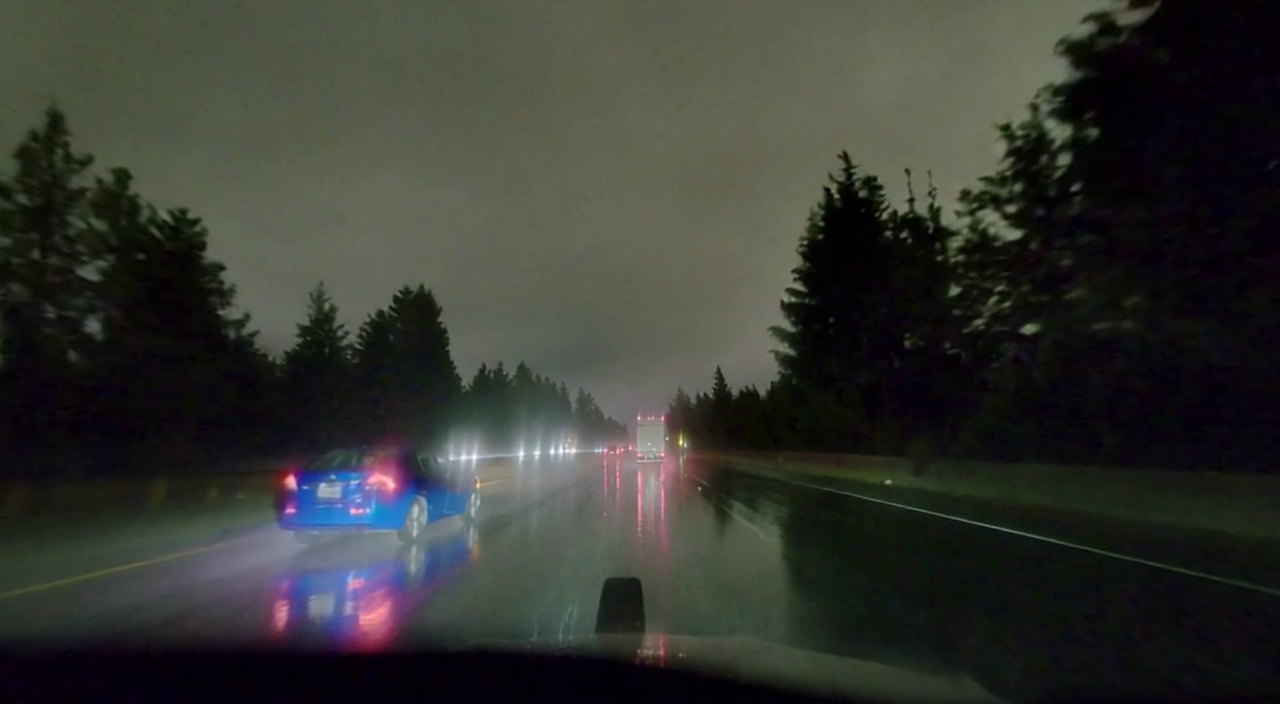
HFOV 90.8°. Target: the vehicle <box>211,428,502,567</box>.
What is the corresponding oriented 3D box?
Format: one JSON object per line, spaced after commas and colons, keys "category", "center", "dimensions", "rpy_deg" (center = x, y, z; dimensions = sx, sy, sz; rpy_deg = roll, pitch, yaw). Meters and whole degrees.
{"category": "vehicle", "center": [-3.738, 2.025, 9.594], "dimensions": [1.999, 1.533, 4.870], "rpy_deg": [-1, -9, 2]}
